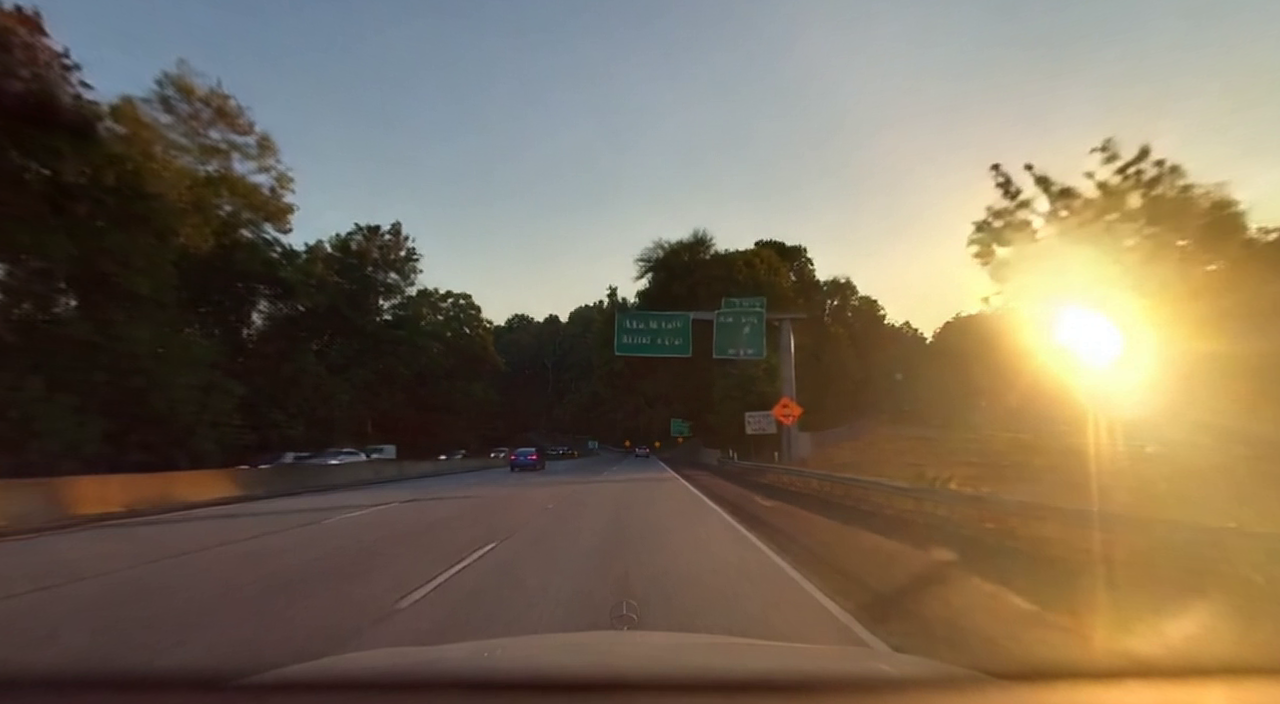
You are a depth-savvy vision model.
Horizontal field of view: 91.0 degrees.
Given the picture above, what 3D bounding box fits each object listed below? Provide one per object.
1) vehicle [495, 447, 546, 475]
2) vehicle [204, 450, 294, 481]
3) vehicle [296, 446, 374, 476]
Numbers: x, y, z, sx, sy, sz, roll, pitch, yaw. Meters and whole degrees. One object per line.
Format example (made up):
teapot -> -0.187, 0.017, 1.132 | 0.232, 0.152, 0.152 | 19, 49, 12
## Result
vehicle -> -7.206, 6.641, 38.508 | 2.094, 1.579, 4.655 | 0, -9, 1
vehicle -> -21.503, 6.255, 34.862 | 2.099, 1.568, 4.351 | 0, -9, 1
vehicle -> -17.642, 6.308, 36.716 | 2.062, 1.633, 4.772 | 0, -9, 1
